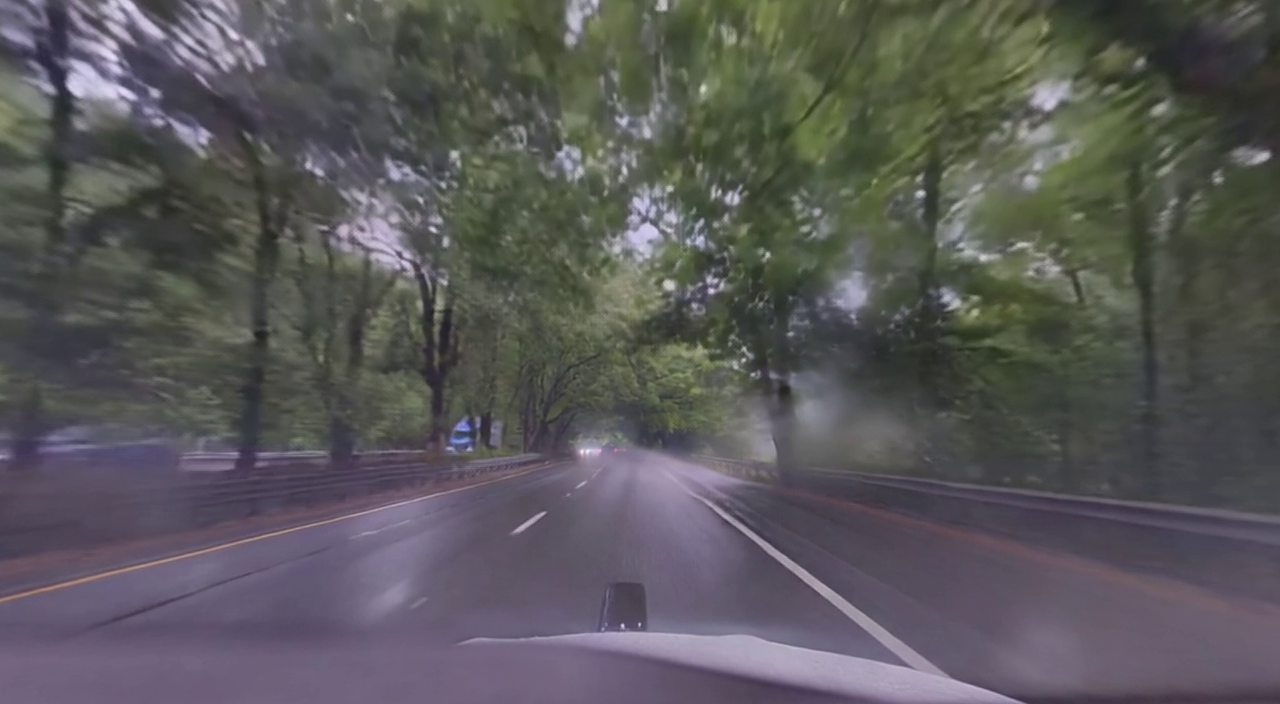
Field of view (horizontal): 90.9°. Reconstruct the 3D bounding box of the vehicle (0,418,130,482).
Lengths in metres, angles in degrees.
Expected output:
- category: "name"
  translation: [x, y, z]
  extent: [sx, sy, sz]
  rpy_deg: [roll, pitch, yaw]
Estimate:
- category: "vehicle"
  translation: [-15.649, 2.537, 16.221]
  extent: [1.781, 1.458, 3.767]
  rpy_deg: [0, -9, 1]
